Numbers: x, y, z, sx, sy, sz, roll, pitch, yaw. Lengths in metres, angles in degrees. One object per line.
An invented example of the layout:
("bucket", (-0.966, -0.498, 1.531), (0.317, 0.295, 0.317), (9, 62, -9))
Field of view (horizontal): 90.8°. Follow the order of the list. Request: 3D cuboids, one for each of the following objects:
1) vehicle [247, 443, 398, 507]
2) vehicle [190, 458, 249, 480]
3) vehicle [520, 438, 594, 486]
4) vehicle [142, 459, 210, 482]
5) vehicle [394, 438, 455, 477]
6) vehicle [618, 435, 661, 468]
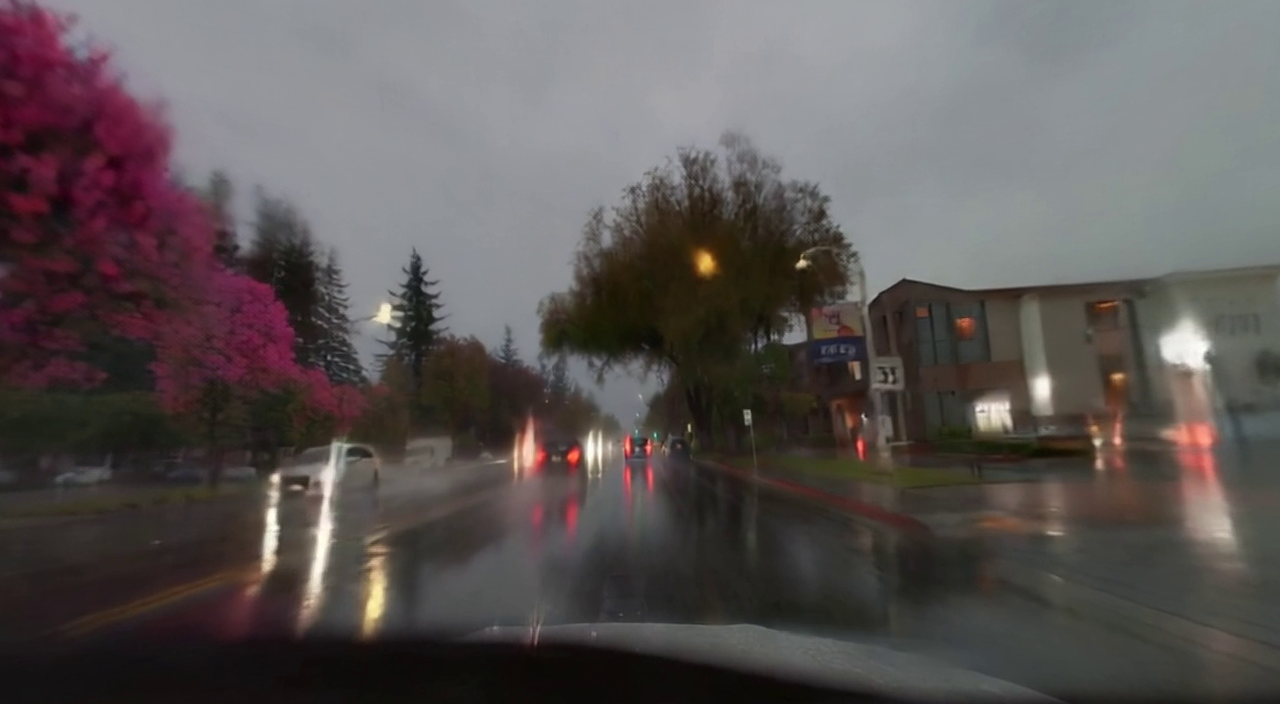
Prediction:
("vehicle", (-9.855, 3.816, 20.213), (2.147, 1.741, 5.166), (0, -9, 0))
("vehicle", (-31.729, 8.854, 47.732), (3.292, 1.374, 1.616), (-3, -8, -2))
("vehicle", (-2.991, 4.077, 23.740), (2.167, 1.634, 4.220), (0, -9, 0))
("vehicle", (-31.489, 8.038, 42.911), (3.340, 1.400, 1.578), (-1, -8, -1))
("vehicle", (-16.362, 7.975, 48.359), (2.474, 2.431, 6.256), (-5, -7, -1))
("vehicle", (-0.064, 5.843, 37.131), (2.376, 1.801, 4.317), (0, -9, -1))
